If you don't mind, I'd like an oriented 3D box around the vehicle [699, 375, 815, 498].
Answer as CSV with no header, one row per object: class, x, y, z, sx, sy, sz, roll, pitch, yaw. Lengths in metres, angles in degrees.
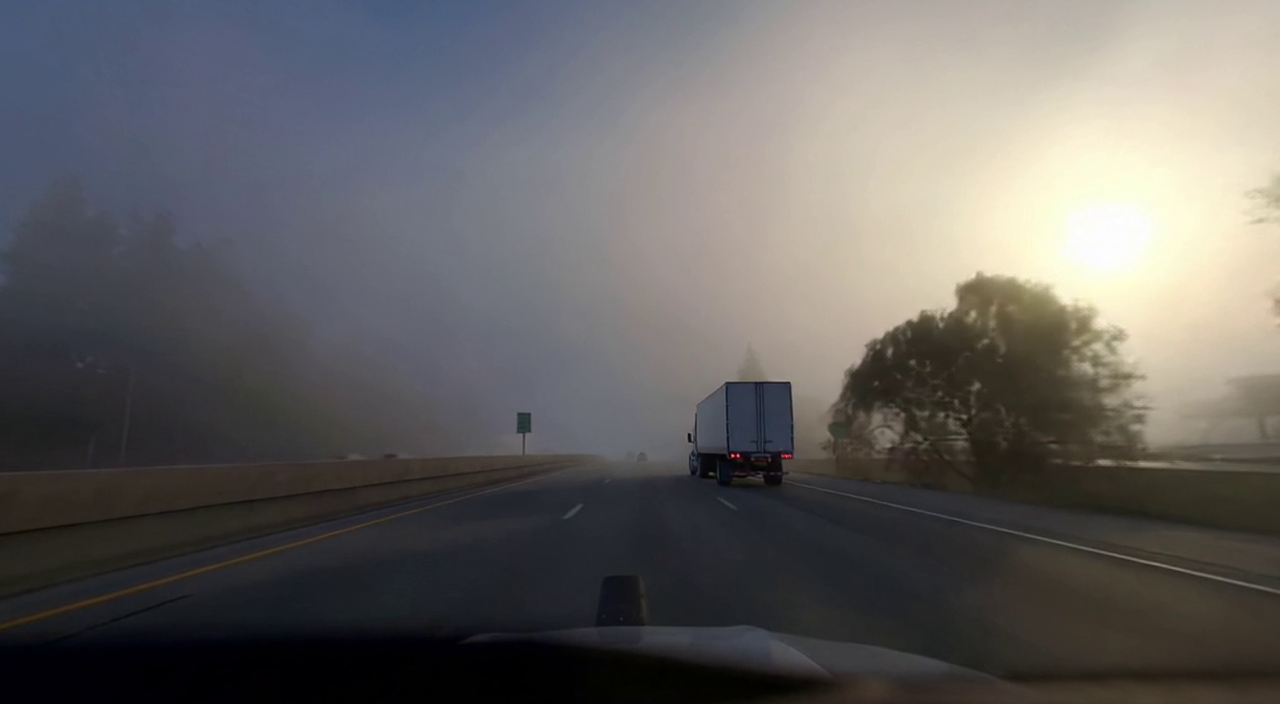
vehicle,4.657,3.860,28.276,3.058,4.312,12.251,0,-9,1
